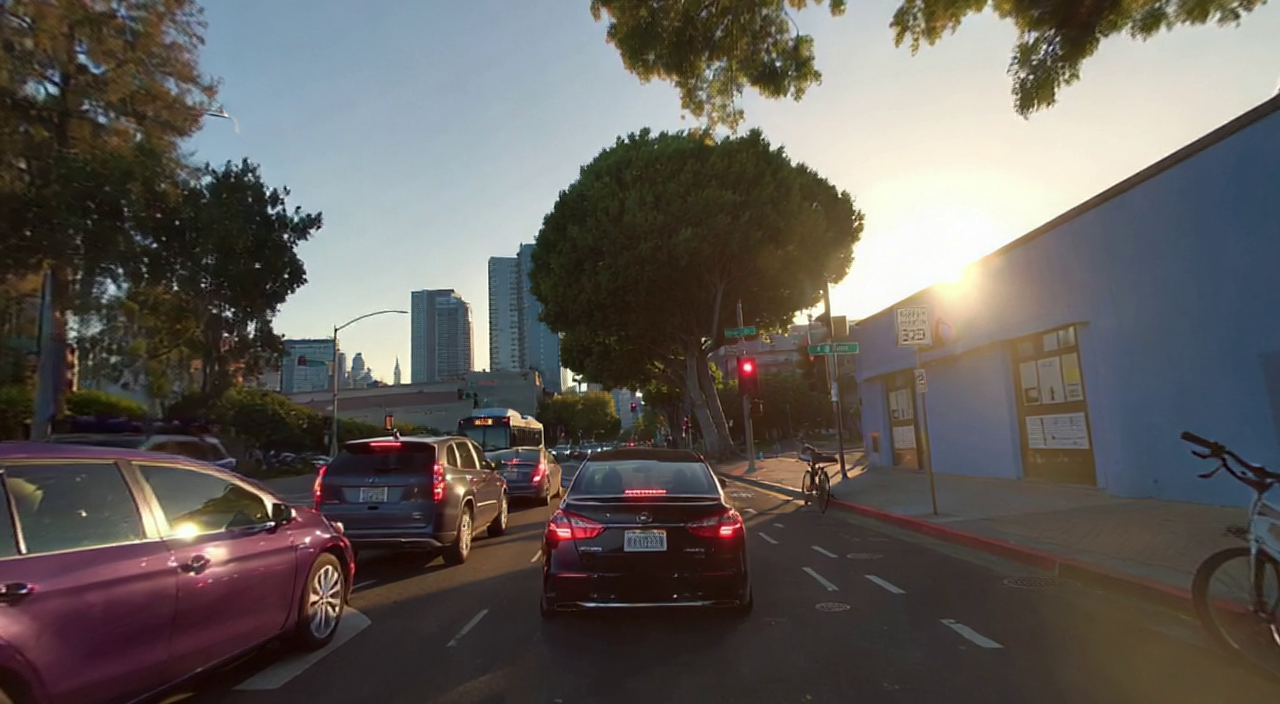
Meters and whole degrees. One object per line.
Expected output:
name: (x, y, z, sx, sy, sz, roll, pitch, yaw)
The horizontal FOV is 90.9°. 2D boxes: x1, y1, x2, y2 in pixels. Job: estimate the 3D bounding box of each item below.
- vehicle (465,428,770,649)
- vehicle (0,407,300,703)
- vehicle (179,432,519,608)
vehicle: (-0.136, 1.527, 6.167, 2.031, 1.461, 3.763, 0, -8, 0)
vehicle: (-3.165, 0.873, 1.723, 1.867, 1.486, 4.452, 0, -8, 2)
vehicle: (-2.915, 1.760, 7.632, 1.944, 1.481, 4.385, 0, -8, 1)
